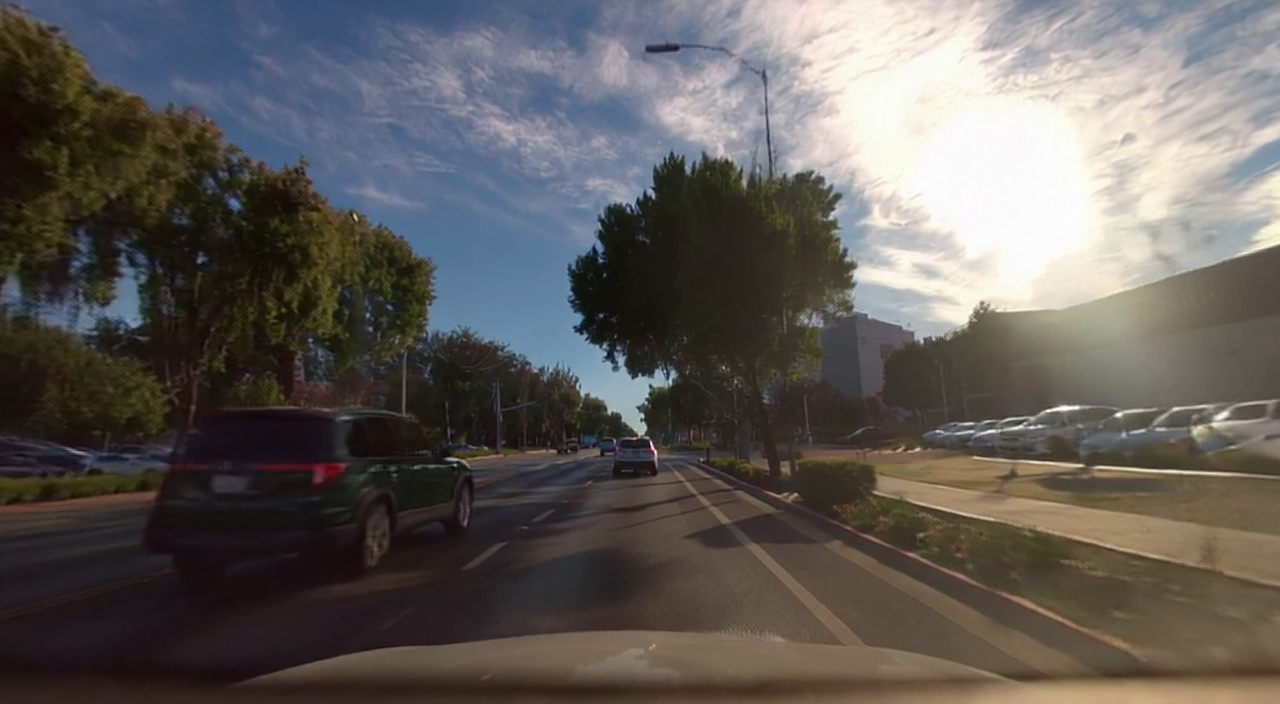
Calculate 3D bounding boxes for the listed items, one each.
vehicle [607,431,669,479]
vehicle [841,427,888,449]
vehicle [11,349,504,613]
[{"bbox_3d":[-0.017,3.825,23.599,2.108,1.612,4.246,0,-8,1],"label":"vehicle"},{"bbox_3d":[17.389,6.711,49.070,1.856,1.491,4.209,-4,-8,-3],"label":"vehicle"},{"bbox_3d":[-3.507,1.358,7.583,2.358,1.990,5.447,0,-8,2],"label":"vehicle"}]
